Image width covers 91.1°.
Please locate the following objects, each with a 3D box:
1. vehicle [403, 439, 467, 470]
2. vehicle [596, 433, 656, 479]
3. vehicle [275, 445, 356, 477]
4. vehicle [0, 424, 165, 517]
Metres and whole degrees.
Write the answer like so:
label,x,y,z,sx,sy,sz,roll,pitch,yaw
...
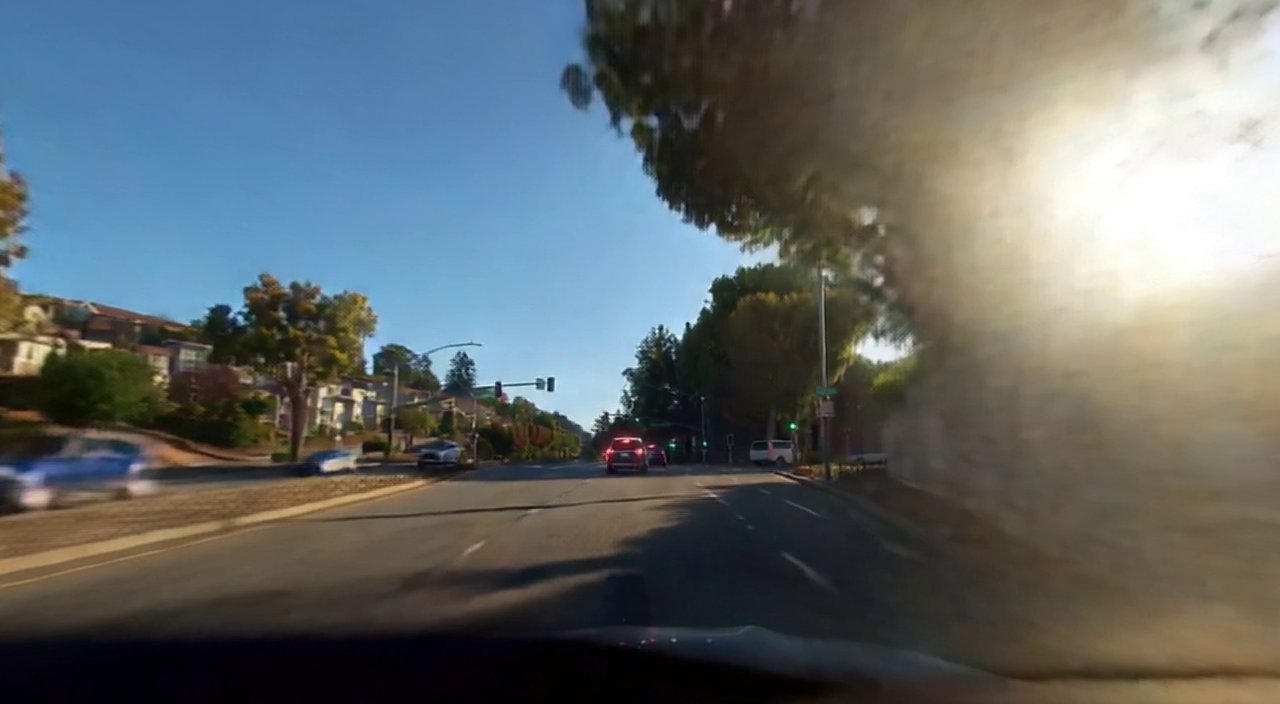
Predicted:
label,x,y,z,sx,sy,sz,roll,pitch,yaw
vehicle,-12.795,6.437,39.594,2.086,1.797,4.749,-1,-9,5
vehicle,-0.521,4.518,27.539,2.152,1.822,4.391,-1,-9,5
vehicle,-17.609,5.925,34.374,1.924,1.598,4.652,0,-9,0
vehicle,-13.300,2.521,13.717,2.111,1.751,4.757,0,-9,0
